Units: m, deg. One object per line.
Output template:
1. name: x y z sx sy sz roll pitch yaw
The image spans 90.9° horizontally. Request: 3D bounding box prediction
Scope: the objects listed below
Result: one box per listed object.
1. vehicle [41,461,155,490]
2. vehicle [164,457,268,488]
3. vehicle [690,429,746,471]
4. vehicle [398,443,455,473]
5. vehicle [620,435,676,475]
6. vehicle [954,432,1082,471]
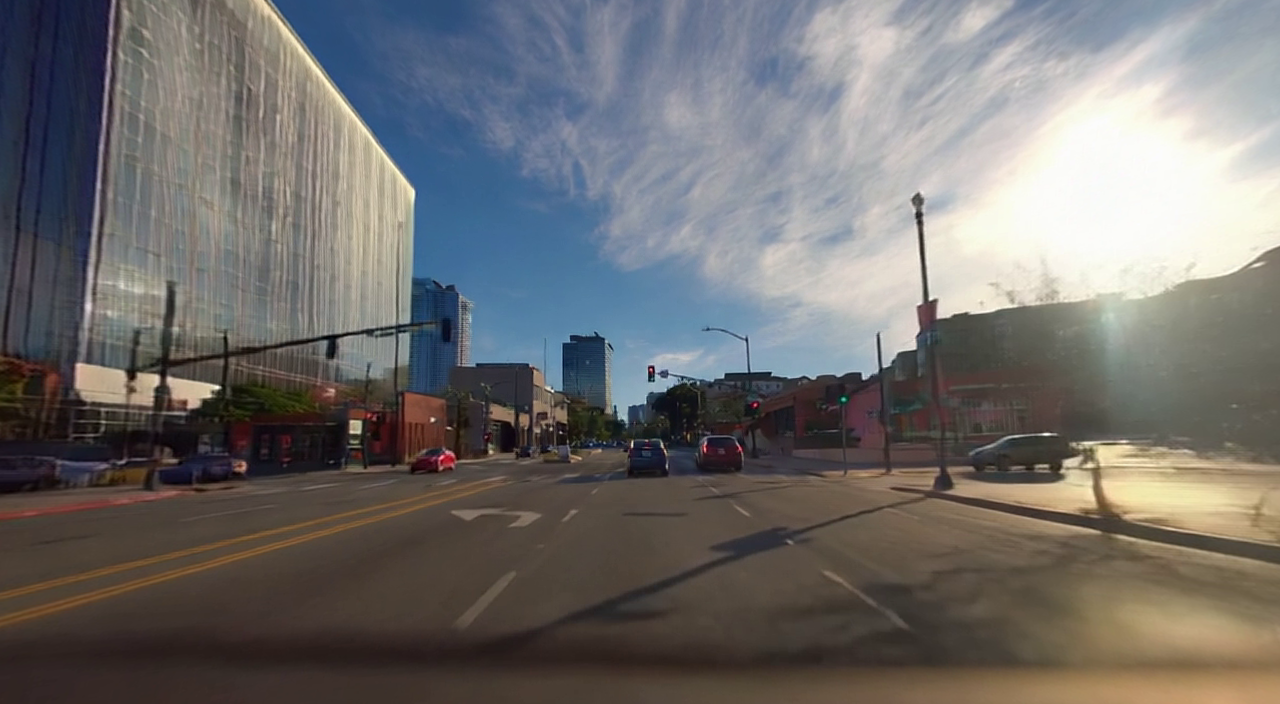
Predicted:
1. vehicle: -30.294 6.917 35.311 4.452 1.517 2.095 0 -9 1
2. vehicle: -23.812 6.769 35.503 4.404 1.618 1.968 0 -9 1
3. vehicle: 3.853 4.994 32.192 2.159 1.938 4.836 0 -8 -1
4. vehicle: -13.764 6.826 40.877 2.082 1.772 4.447 0 -8 1
5. vehicle: 0.299 4.472 27.446 2.245 1.587 4.094 0 -8 -1
6. vehicle: 17.238 4.572 28.925 4.556 1.693 2.030 0 -8 -1
